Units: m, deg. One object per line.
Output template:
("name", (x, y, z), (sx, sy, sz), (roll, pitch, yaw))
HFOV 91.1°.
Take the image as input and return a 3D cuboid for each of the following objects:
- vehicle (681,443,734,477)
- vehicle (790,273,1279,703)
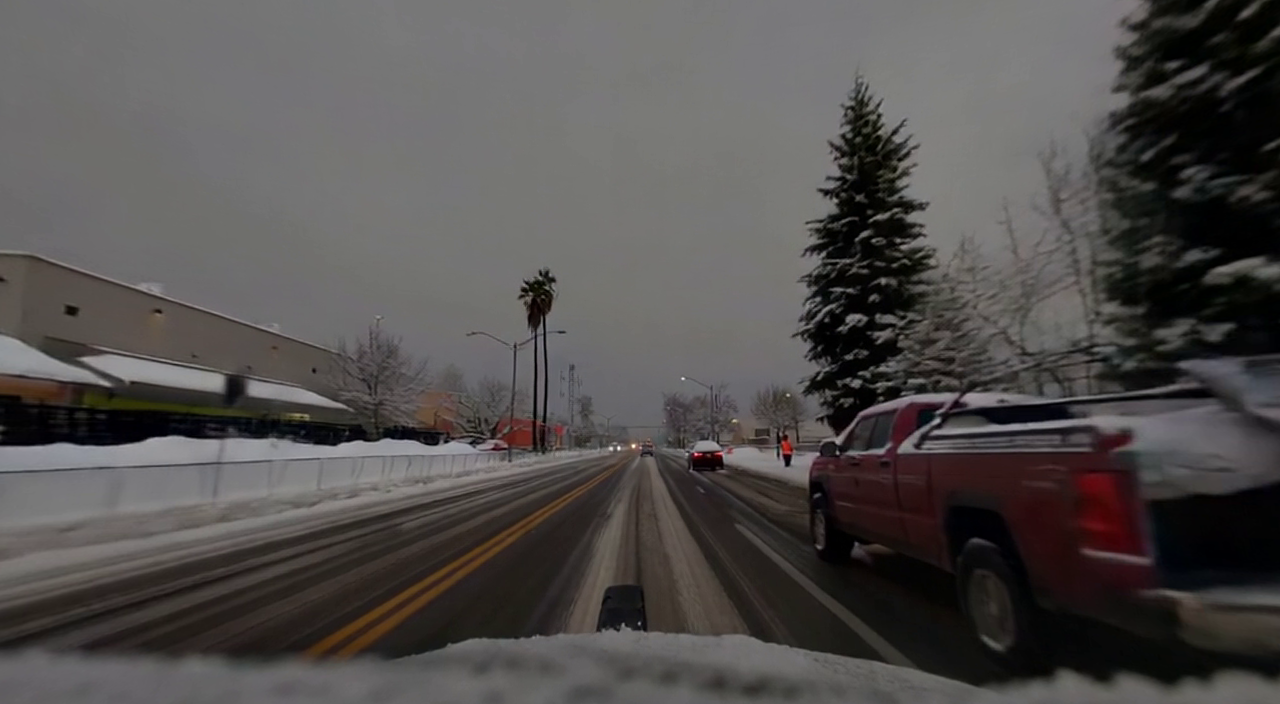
("vehicle", (3.312, 5.370, 31.670), (2.148, 1.562, 4.642), (0, -8, 0))
("vehicle", (3.059, 1.092, 4.956), (2.386, 1.970, 5.665), (0, -8, 1))
